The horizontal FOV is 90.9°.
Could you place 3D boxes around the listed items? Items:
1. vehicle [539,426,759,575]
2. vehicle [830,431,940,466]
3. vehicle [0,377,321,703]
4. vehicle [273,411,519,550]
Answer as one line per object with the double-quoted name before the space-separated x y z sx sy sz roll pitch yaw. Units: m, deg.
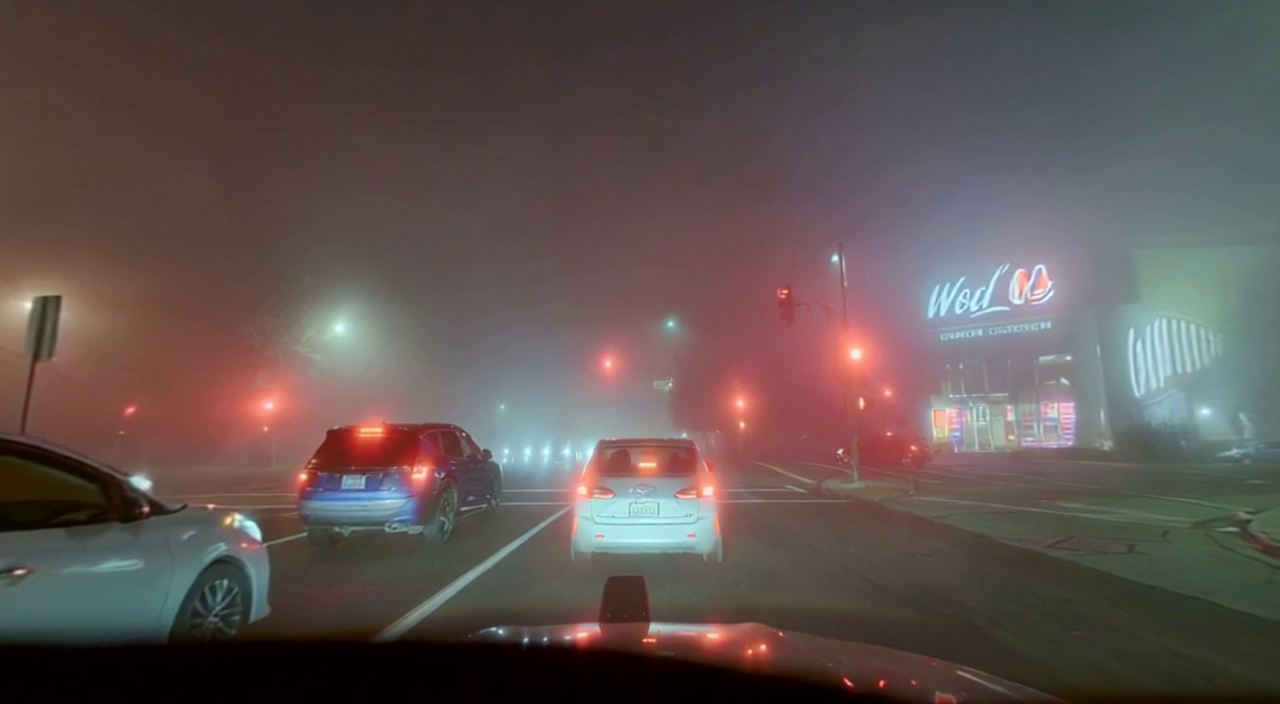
"vehicle" 0.174 1.820 8.501 2.258 1.507 3.896 -1 -8 3
"vehicle" 12.960 5.128 33.593 5.032 1.762 1.982 0 -8 0
"vehicle" -3.330 0.860 2.277 2.029 1.517 4.375 0 -8 0
"vehicle" -3.443 1.899 9.974 2.009 1.704 4.230 -1 -8 3
